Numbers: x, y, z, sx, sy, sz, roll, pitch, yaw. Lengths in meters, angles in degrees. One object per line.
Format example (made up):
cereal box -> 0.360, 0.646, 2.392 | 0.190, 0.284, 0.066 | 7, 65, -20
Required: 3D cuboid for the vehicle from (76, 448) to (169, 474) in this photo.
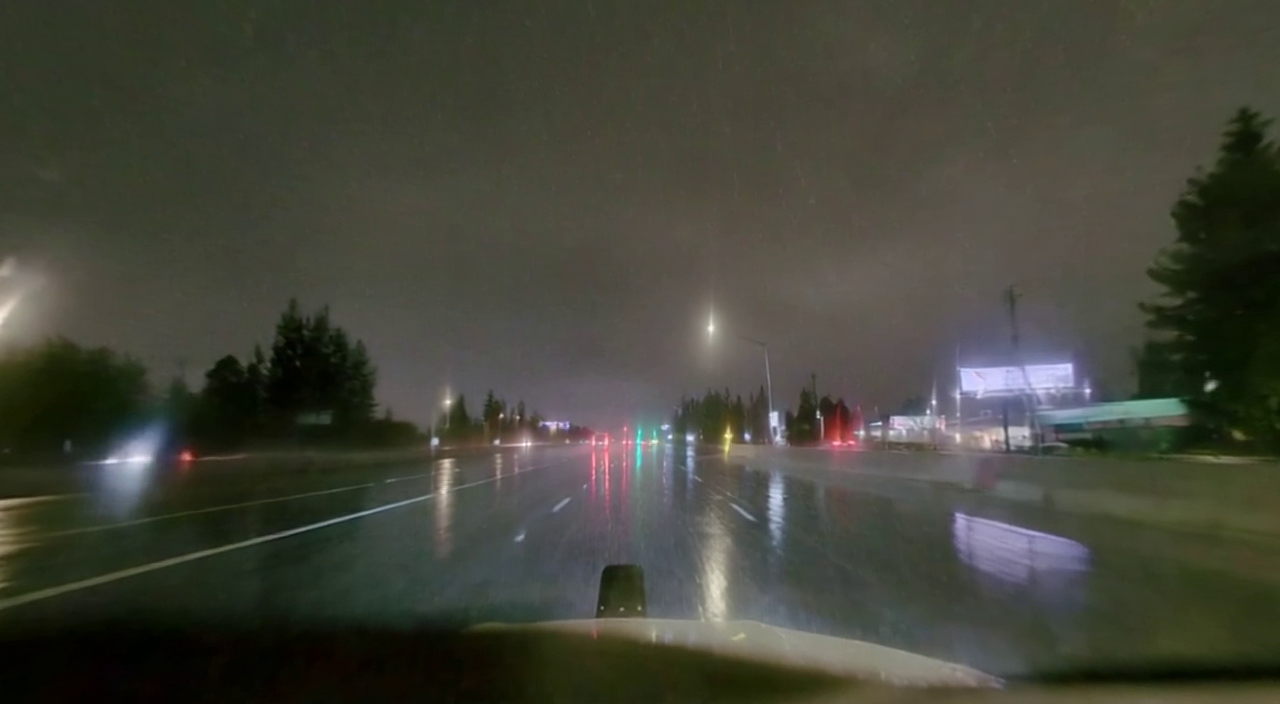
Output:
vehicle -> -32.018, 6.720, 39.195 | 1.796, 1.467, 4.575 | 0, -8, 1
